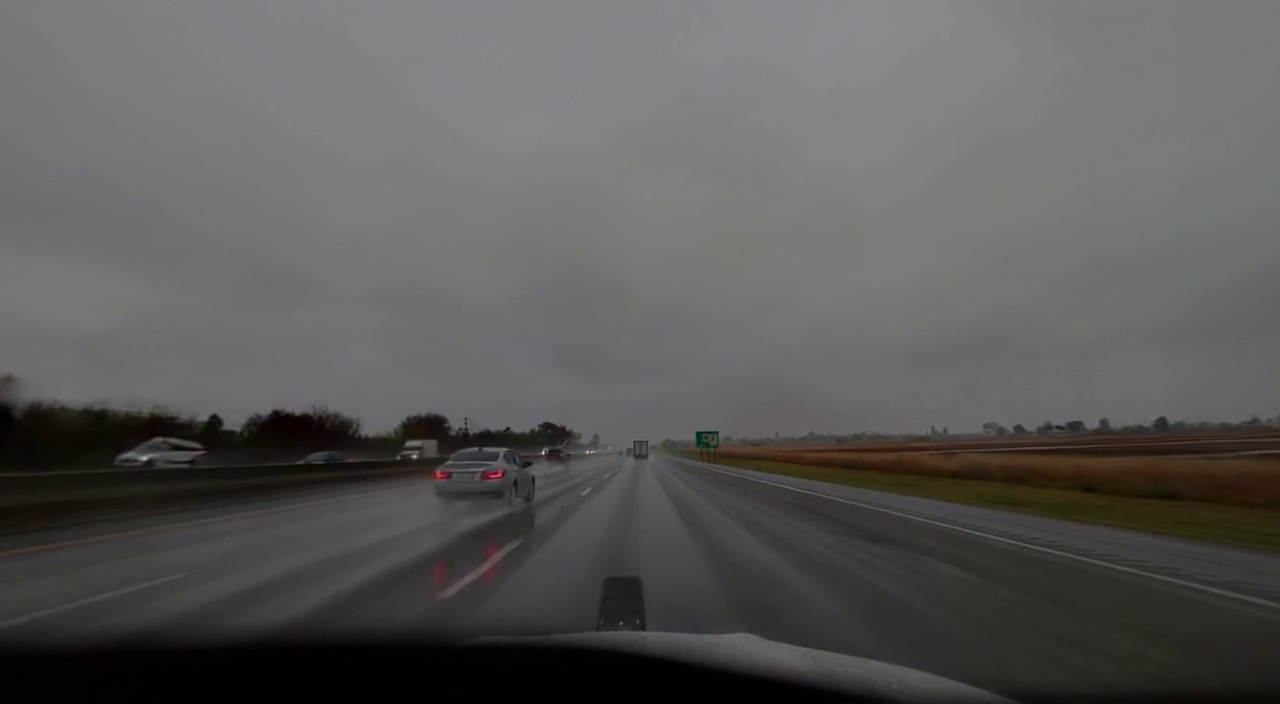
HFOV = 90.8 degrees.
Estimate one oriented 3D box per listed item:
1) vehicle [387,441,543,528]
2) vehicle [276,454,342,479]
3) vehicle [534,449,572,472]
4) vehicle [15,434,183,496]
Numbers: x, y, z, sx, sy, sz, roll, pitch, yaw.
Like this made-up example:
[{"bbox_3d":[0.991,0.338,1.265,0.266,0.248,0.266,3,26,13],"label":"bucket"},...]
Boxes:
[{"bbox_3d":[-3.619,2.843,14.082,2.139,1.607,4.378,0,-9,1],"label":"vehicle"},{"bbox_3d":[-21.476,7.411,41.158,1.848,1.529,4.547,0,-9,0],"label":"vehicle"},{"bbox_3d":[-6.750,8.453,49.311,2.234,1.698,4.634,0,-9,1],"label":"vehicle"},{"bbox_3d":[-25.959,5.460,30.773,2.492,2.698,6.313,0,-9,0],"label":"vehicle"}]
